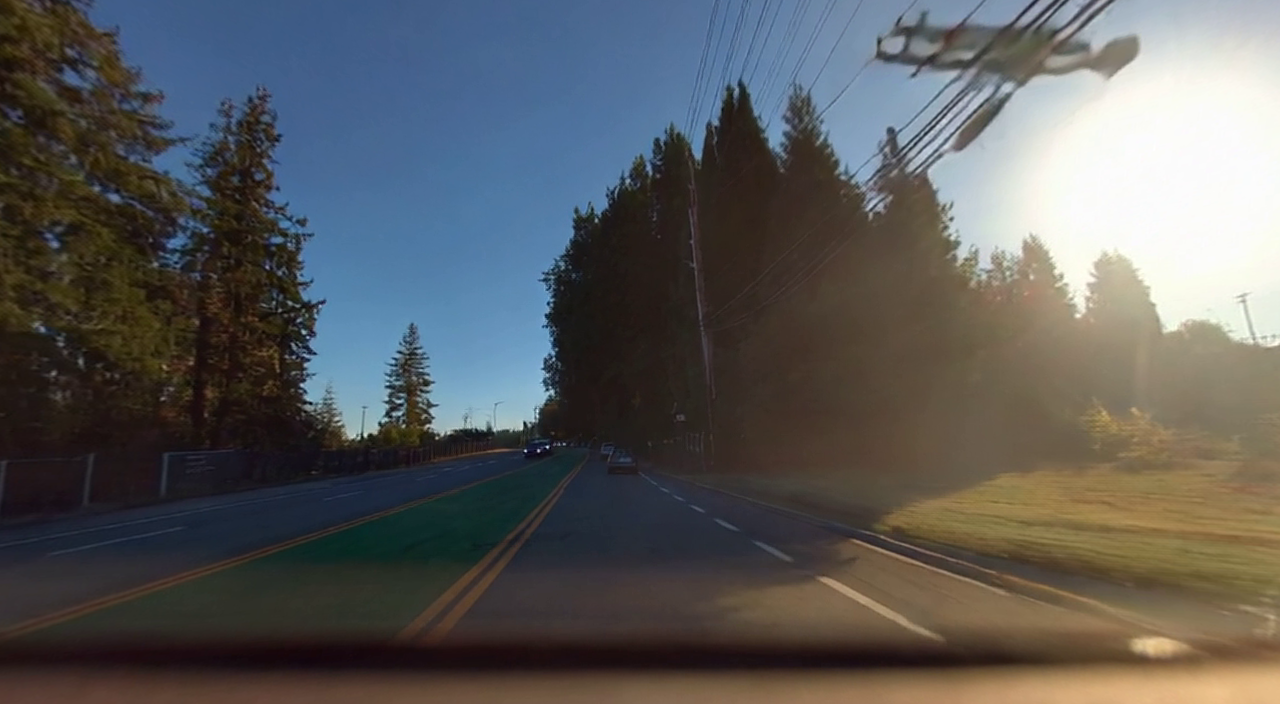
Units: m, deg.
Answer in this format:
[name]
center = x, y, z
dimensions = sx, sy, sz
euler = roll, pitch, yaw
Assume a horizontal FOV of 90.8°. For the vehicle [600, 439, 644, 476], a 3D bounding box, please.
[vehicle]
center = -1.046, 5.528, 33.225
dimensions = 2.140, 1.767, 4.720
euler = 0, -9, -4
